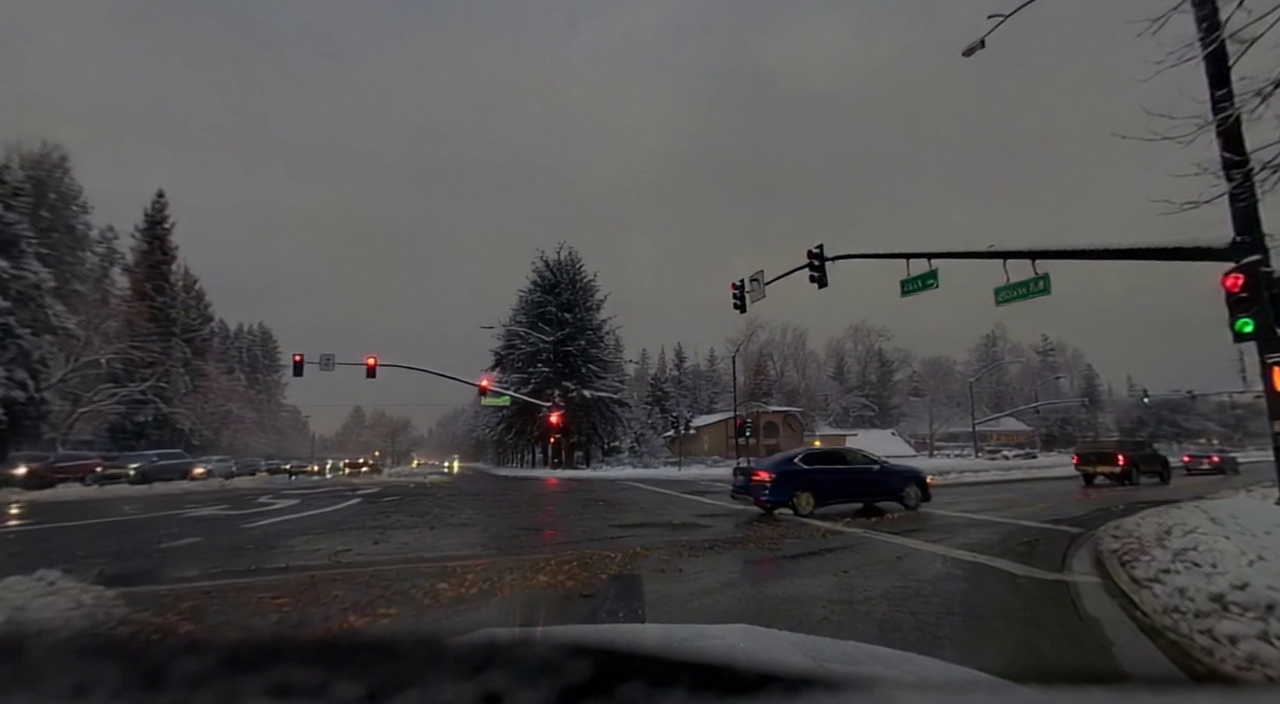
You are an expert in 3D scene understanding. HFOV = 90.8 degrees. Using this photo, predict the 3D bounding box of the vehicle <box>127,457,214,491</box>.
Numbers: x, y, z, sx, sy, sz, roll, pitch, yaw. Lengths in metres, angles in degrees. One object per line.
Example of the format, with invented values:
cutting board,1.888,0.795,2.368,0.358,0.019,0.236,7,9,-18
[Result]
vehicle,-25.068,6.504,33.974,2.020,1.615,4.656,2,-9,-14

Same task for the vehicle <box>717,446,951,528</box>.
vehicle,4.217,2.793,13.654,4.702,1.468,1.999,4,-10,-27

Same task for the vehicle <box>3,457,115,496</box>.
vehicle,-28.317,6.044,31.017,2.081,1.670,4.376,2,-9,-14

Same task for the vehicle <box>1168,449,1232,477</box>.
vehicle,32.217,6.329,36.289,4.728,1.471,1.957,7,-11,-40

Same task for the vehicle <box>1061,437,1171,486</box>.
vehicle,21.357,4.825,28.239,5.896,1.937,2.358,7,-11,-38
